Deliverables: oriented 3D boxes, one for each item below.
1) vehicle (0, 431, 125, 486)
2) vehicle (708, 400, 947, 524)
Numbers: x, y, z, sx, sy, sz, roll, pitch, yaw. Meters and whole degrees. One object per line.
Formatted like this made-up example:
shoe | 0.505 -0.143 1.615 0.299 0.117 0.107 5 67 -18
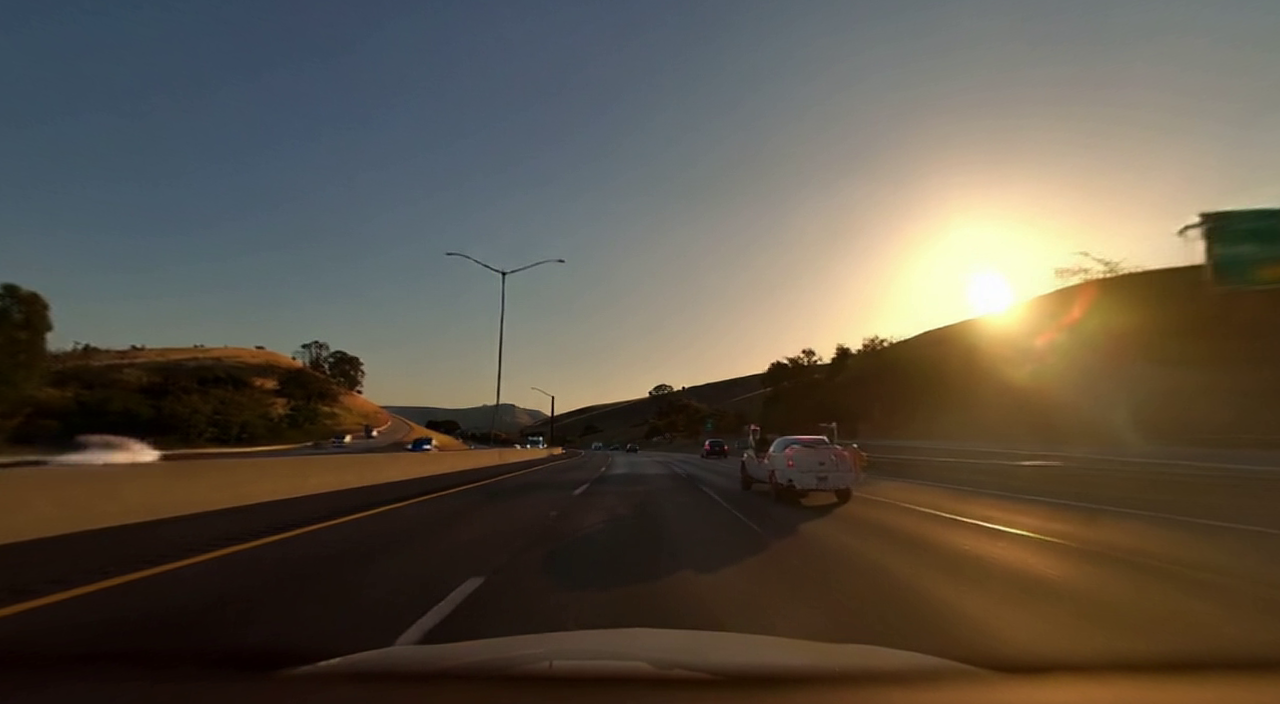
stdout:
vehicle | -21.580 3.779 22.792 2.044 1.751 4.667 1 -8 -1
vehicle | 3.577 2.419 14.580 2.981 2.053 7.897 1 -8 -1
